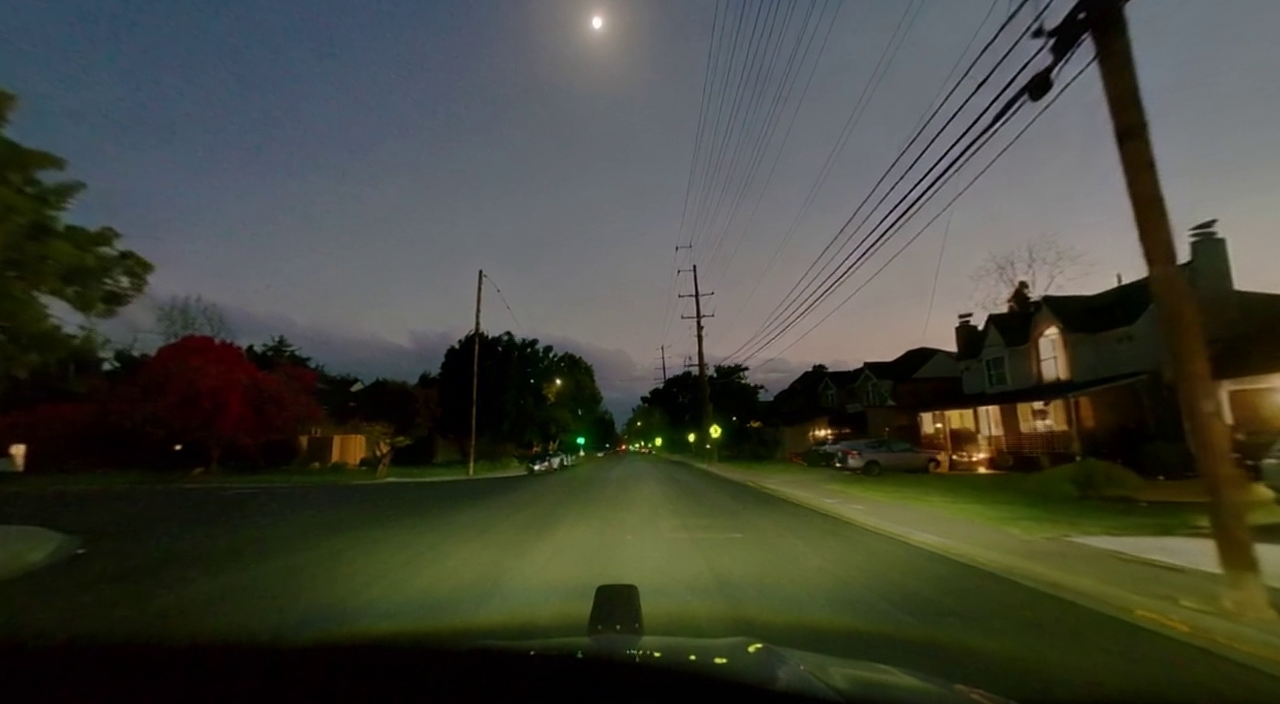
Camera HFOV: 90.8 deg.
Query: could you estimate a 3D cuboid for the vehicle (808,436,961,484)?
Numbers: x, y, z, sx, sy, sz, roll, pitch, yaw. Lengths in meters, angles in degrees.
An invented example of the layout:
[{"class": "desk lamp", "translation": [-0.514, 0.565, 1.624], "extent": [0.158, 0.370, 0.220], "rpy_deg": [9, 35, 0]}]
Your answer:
[{"class": "vehicle", "translation": [9.079, 4.043, 23.840], "extent": [4.846, 1.577, 2.146], "rpy_deg": [-1, -9, 0]}]
